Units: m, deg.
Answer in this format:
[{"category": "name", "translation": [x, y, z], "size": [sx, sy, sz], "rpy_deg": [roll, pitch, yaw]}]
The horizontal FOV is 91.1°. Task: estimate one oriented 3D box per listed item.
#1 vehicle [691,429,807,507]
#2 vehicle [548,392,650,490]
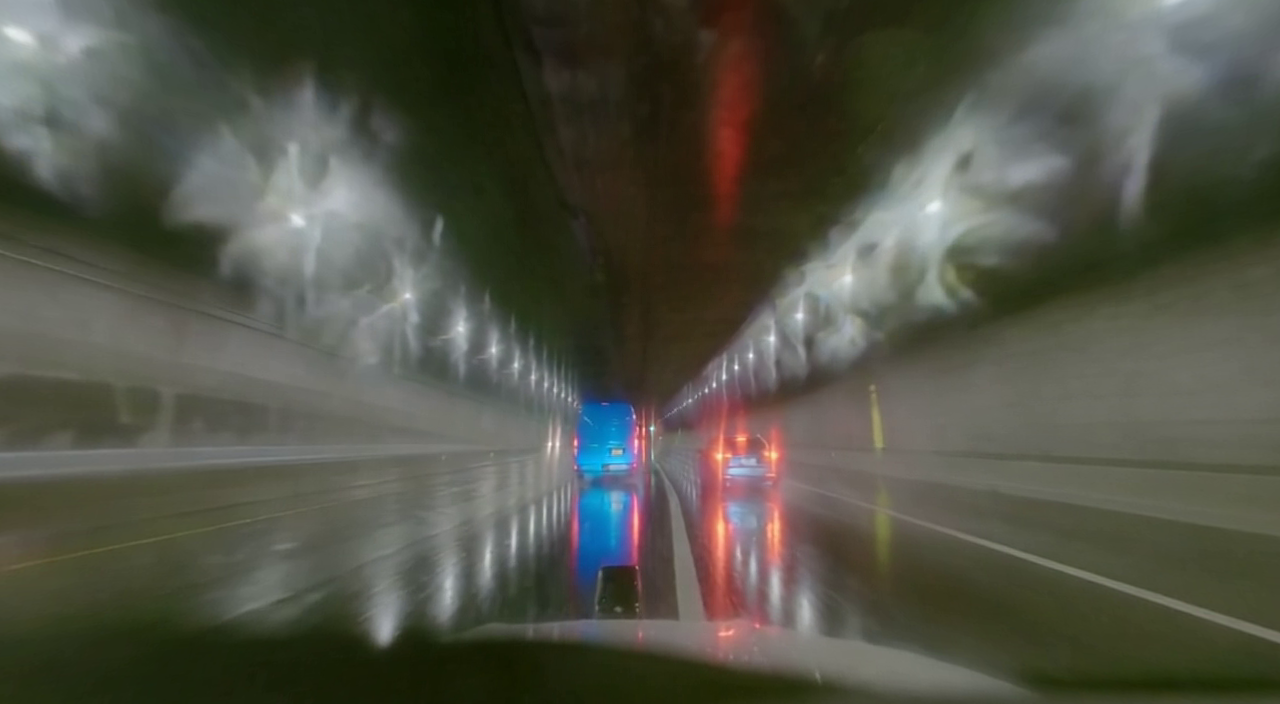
[{"category": "vehicle", "translation": [2.367, 2.624, 14.782], "size": [2.095, 1.553, 4.069], "rpy_deg": [-1, -8, 2]}, {"category": "vehicle", "translation": [-1.017, 2.622, 18.708], "size": [2.404, 2.459, 5.229], "rpy_deg": [-1, -8, 3]}]
